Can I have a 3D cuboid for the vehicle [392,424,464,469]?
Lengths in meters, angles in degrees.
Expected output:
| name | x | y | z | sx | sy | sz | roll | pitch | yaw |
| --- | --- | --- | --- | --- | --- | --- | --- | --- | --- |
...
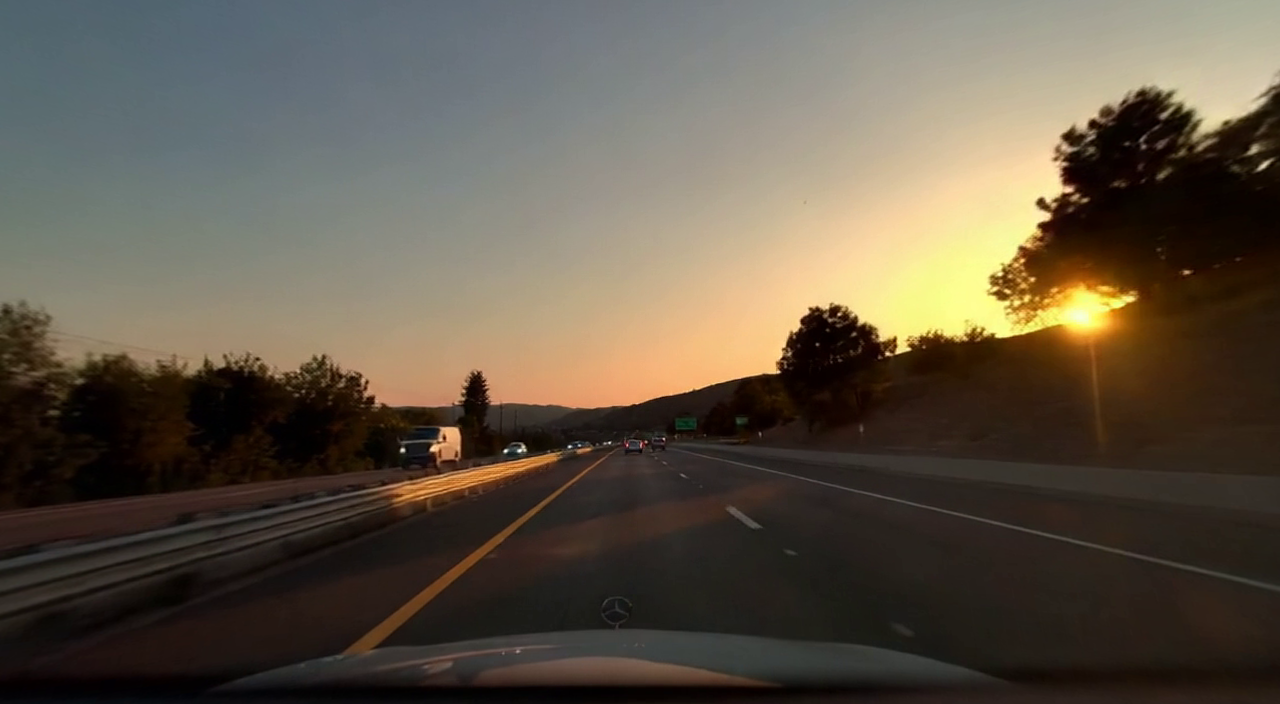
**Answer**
| name | x | y | z | sx | sy | sz | roll | pitch | yaw |
| --- | --- | --- | --- | --- | --- | --- | --- | --- | --- |
| vehicle | -13.173 | 5.905 | 39.714 | 2.304 | 2.610 | 6.728 | 0 | -8 | -1 |
